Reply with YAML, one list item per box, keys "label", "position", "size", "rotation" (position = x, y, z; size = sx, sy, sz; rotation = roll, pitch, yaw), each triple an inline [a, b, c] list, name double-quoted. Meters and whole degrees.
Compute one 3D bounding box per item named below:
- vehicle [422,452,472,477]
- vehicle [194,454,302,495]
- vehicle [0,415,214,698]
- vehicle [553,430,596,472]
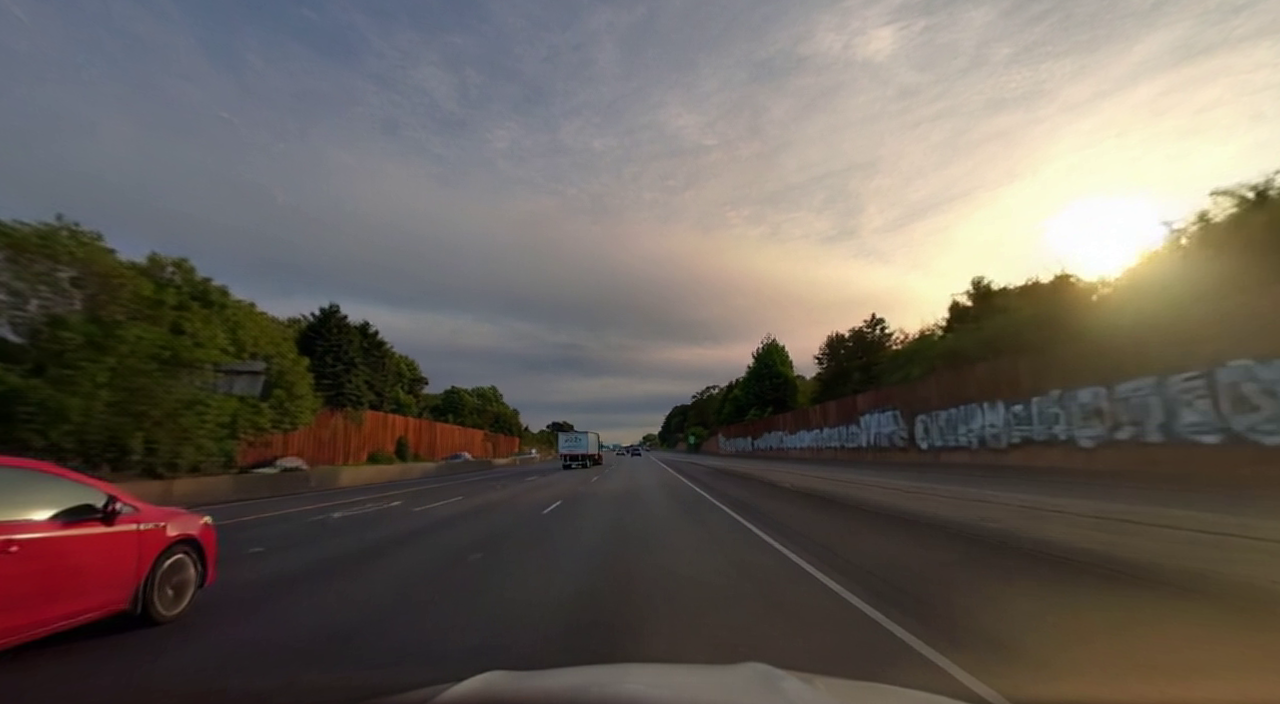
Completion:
- label: "vehicle"
  position: [-12.356, 7.244, 40.671]
  size: [1.800, 1.477, 4.461]
  rotation: [0, -9, 0]
- label: "vehicle"
  position: [-17.038, 5.305, 27.697]
  size: [1.917, 1.597, 4.357]
  rotation: [-1, -9, 0]
- label: "vehicle"
  position: [-4.404, 0.987, 2.680]
  size: [2.024, 1.476, 4.466]
  rotation: [-1, -9, 1]
- label: "vehicle"
  position: [-4.176, 6.447, 41.231]
  size: [2.305, 2.517, 5.486]
  rotation: [0, -9, 0]
